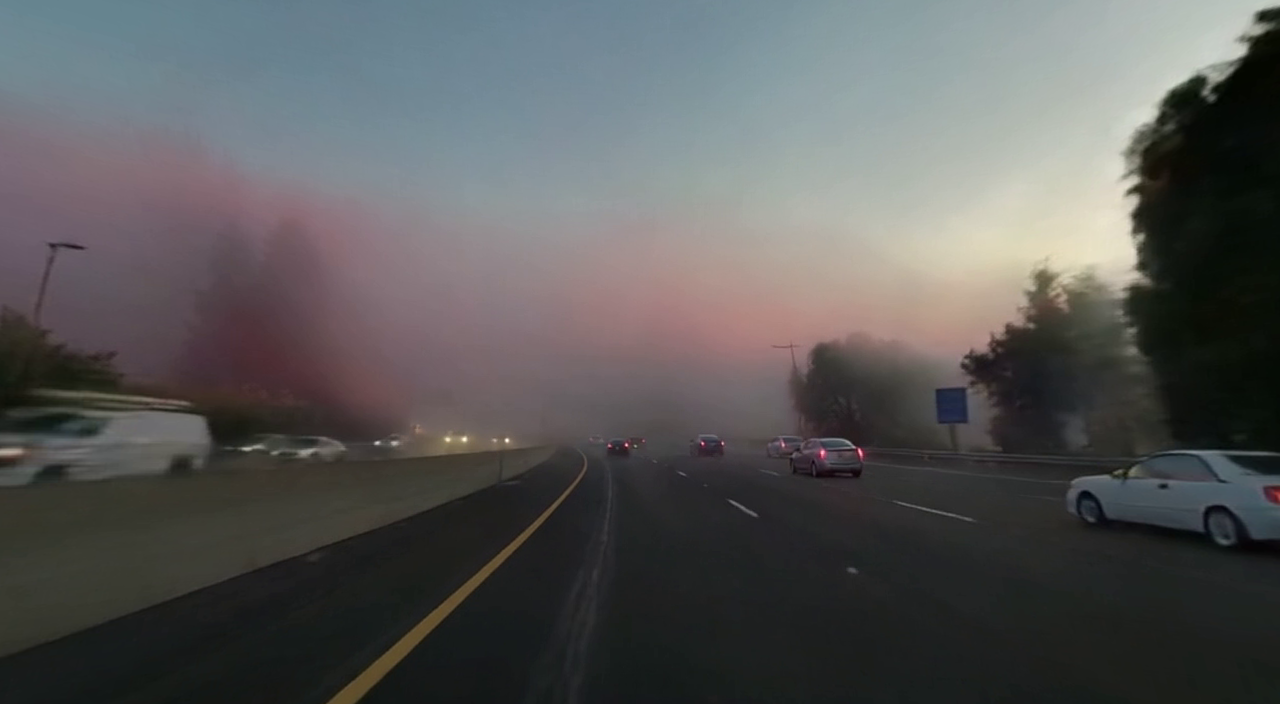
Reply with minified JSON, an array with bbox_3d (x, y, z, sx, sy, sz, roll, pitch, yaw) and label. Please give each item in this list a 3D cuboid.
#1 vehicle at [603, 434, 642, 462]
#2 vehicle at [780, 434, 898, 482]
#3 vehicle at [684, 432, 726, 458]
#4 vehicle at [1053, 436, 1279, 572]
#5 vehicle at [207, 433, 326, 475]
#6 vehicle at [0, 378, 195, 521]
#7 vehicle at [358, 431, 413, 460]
[{"bbox_3d":[-1.064,5.501,36.238,2.090,1.510,4.280,1,-8,-4],"label":"vehicle"},{"bbox_3d":[6.745,3.651,22.119,2.196,1.494,4.735,1,-8,-6],"label":"vehicle"},{"bbox_3d":[4.301,6.247,42.558,2.094,1.652,3.955,1,-8,-5],"label":"vehicle"},{"bbox_3d":[7.548,1.723,7.594,2.042,1.390,4.386,0,-8,-3],"label":"vehicle"},{"bbox_3d":[-14.598,4.011,25.105,1.817,1.469,4.981,0,-8,-2],"label":"vehicle"},{"bbox_3d":[-9.784,1.578,10.312,2.064,1.918,4.078,0,-8,-1],"label":"vehicle"},{"bbox_3d":[-15.634,5.779,39.010,1.912,1.685,3.901,1,-8,-4],"label":"vehicle"}]
